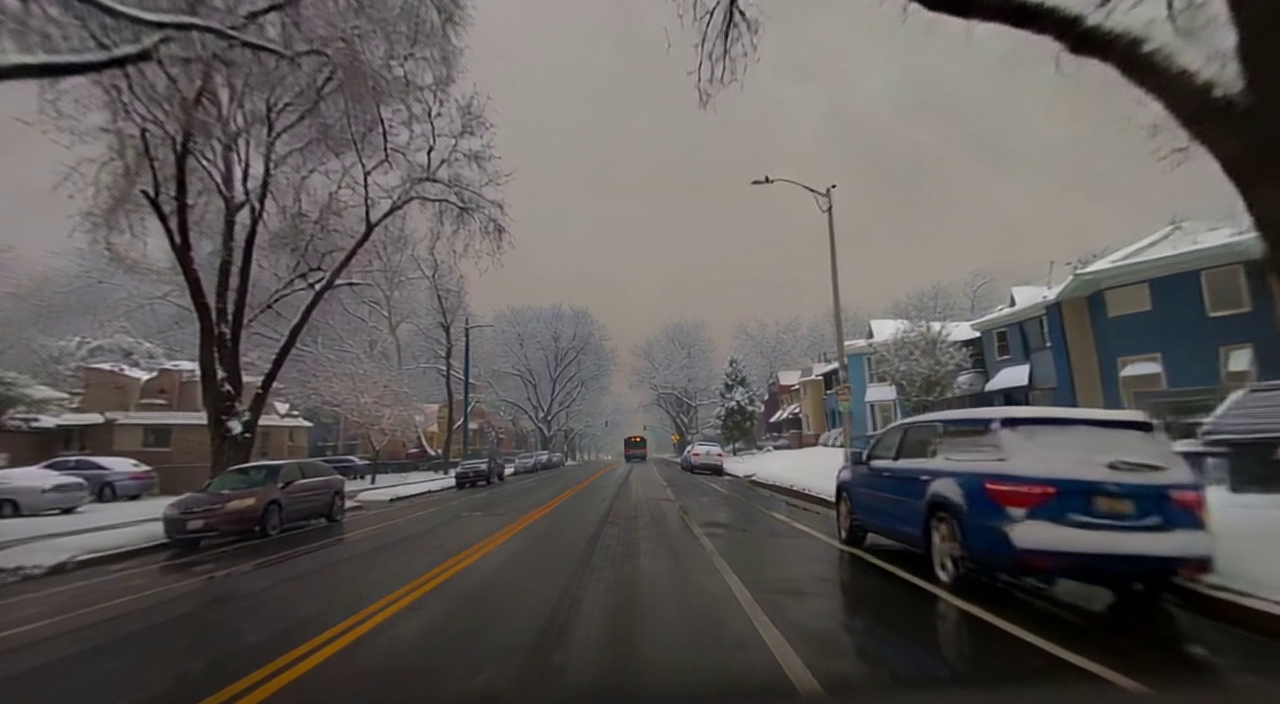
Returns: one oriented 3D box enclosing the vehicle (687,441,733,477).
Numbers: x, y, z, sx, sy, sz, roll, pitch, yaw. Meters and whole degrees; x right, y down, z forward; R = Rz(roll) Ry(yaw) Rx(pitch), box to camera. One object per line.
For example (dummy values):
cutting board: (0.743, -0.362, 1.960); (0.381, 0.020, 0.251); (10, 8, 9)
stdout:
vehicle: (4.090, 6.298, 37.488); (2.060, 1.833, 4.927); (4, -9, 0)

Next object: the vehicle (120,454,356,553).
vehicle: (-8.265, 3.099, 13.729); (1.921, 1.494, 4.884); (-4, -8, 1)

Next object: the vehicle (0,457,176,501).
vehicle: (-20.167, 4.594, 23.083); (4.721, 1.463, 2.275); (-1, -9, 5)

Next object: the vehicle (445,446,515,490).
vehicle: (-8.181, 5.927, 32.853); (2.094, 1.840, 5.450); (-7, -8, -1)

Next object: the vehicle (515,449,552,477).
vehicle: (-7.985, 8.285, 47.555); (1.898, 1.755, 4.603); (-5, -8, -1)

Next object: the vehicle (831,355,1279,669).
vehicle: (3.726, 1.385, 6.554); (2.131, 1.995, 4.626); (3, -8, 1)
